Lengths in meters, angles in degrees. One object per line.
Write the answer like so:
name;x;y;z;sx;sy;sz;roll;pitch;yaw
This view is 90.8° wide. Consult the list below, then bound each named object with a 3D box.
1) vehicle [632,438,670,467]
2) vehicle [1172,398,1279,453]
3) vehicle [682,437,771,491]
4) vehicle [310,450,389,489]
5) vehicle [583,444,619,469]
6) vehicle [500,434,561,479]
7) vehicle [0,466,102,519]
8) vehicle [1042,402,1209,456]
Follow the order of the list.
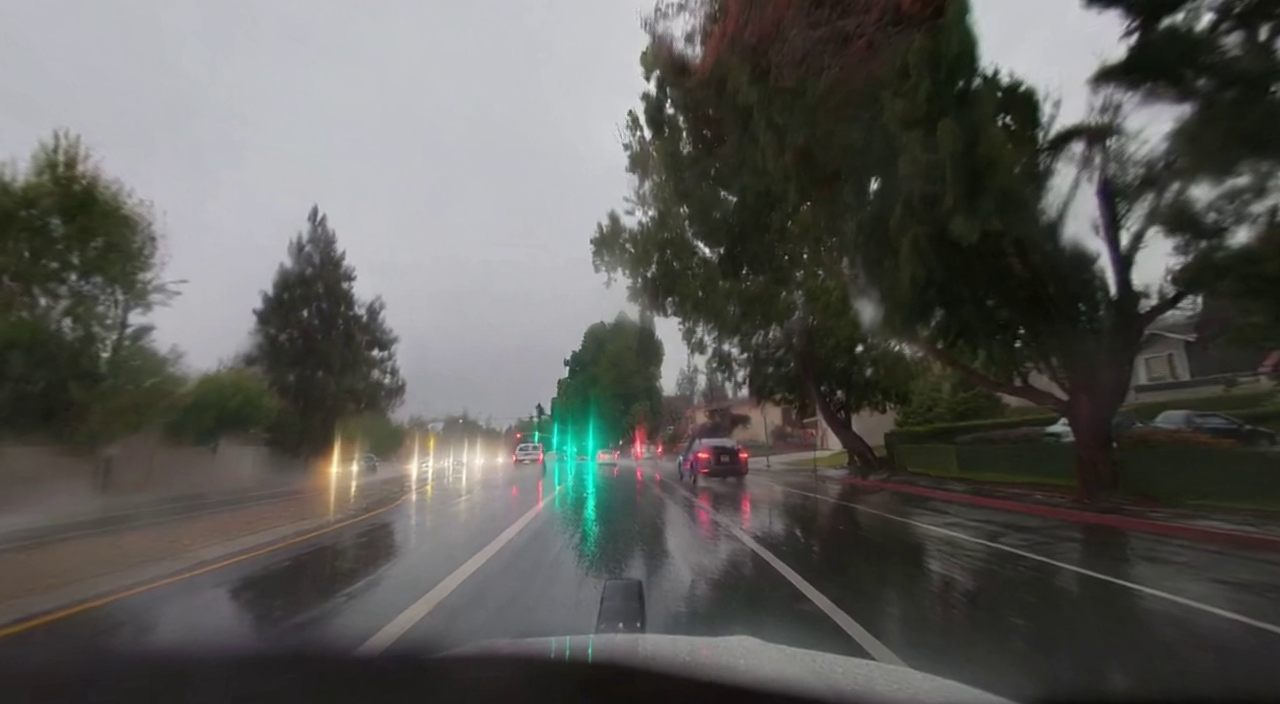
vehicle;0.698;6.962;43.903;2.099;1.845;4.363;1;-8;-7
vehicle;23.678;2.834;24.651;4.182;1.698;1.893;-4;-12;-9
vehicle;2.523;3.405;19.545;1.884;1.463;4.195;0;-8;-4
vehicle;-13.484;5.438;29.617;1.867;1.609;4.175;0;-8;-3
vehicle;-2.459;6.441;39.150;2.030;1.477;4.330;1;-8;-6
vehicle;-4.793;4.641;28.307;2.218;1.829;4.492;0;-8;-4
vehicle;-20.604;4.571;20.760;1.846;1.487;4.601;0;-8;-2
vehicle;18.299;2.949;23.911;4.960;1.906;2.014;1;-8;-10
